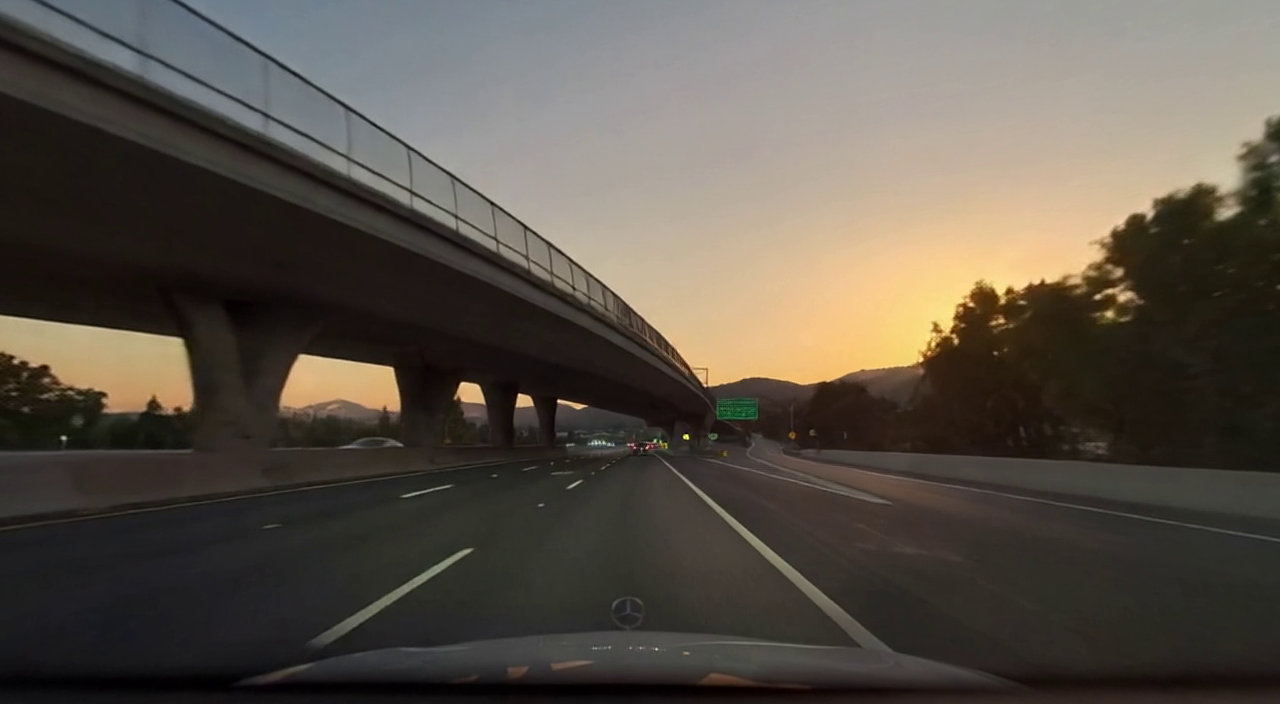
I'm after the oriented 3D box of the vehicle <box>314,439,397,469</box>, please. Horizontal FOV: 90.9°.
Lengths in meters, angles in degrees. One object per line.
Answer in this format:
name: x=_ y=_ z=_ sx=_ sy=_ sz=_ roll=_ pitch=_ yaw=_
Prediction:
vehicle: x=-17.000 y=6.138 z=38.084 sx=2.251 sy=1.664 sz=5.666 roll=0 pitch=-9 yaw=1
